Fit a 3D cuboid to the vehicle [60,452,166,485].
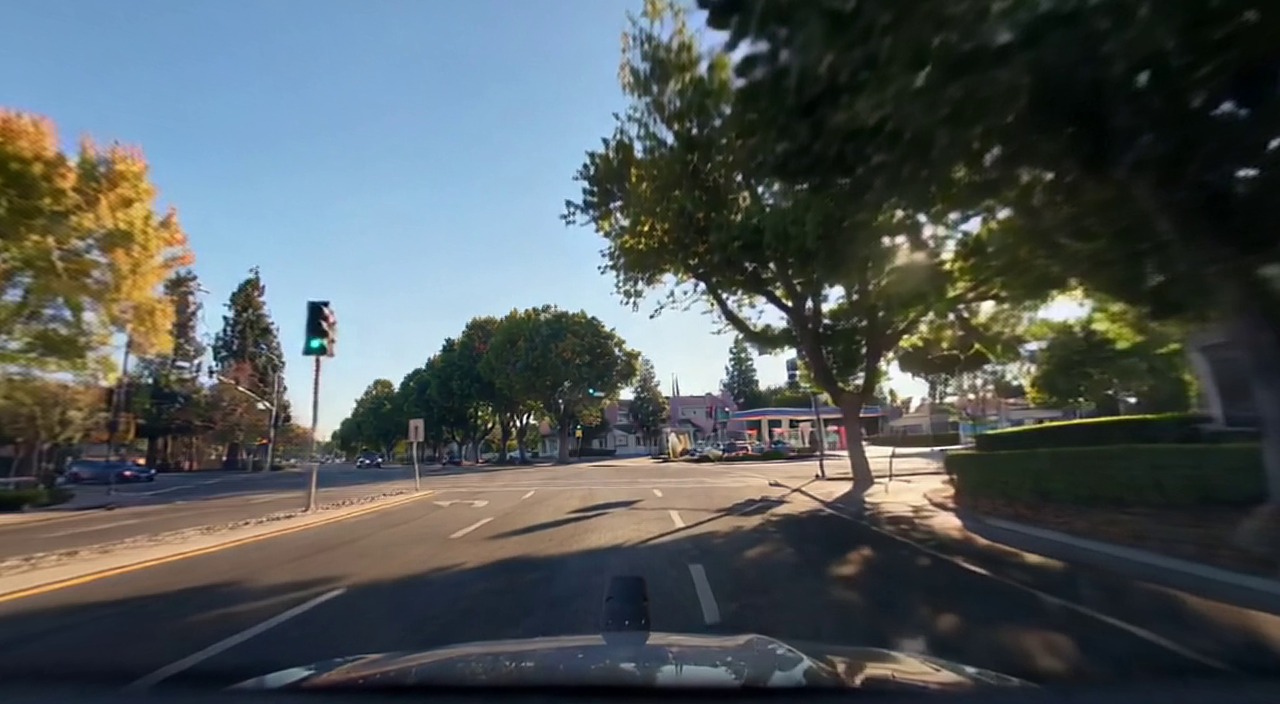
[{"bbox_3d":[-29.705,6.543,35.597,4.559,1.608,1.961,-2,-7,8],"label":"vehicle"}]
